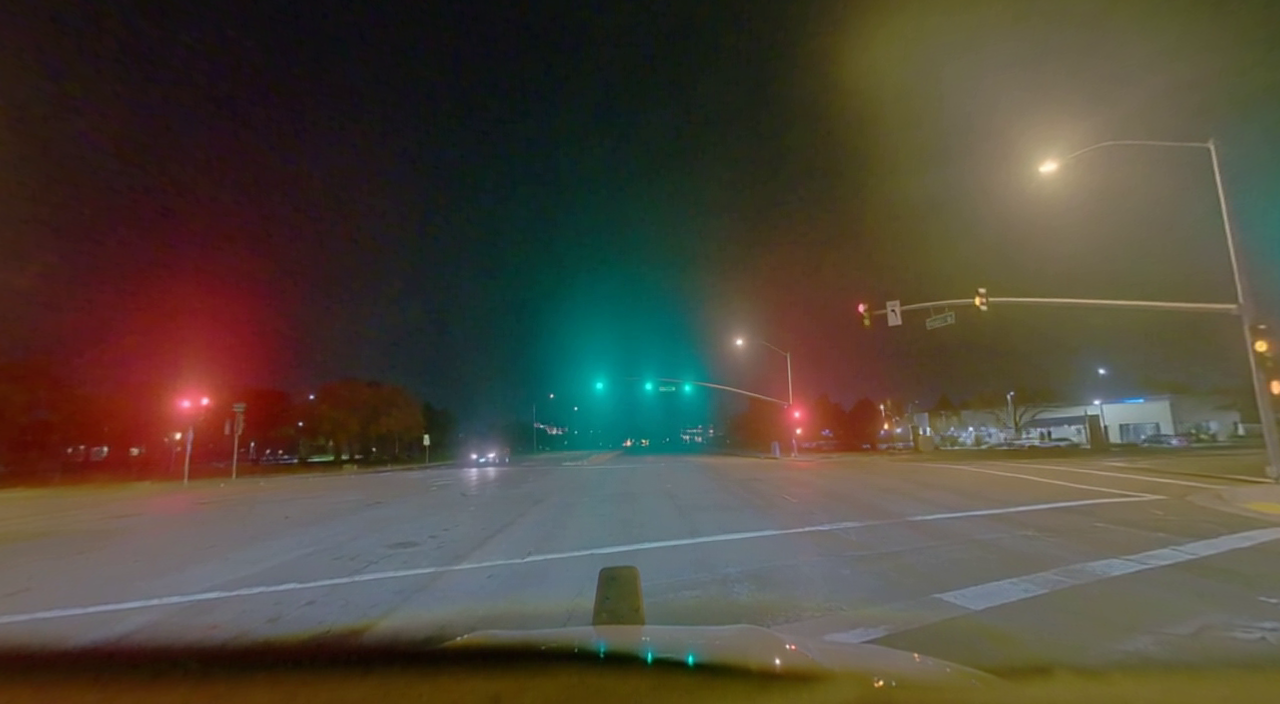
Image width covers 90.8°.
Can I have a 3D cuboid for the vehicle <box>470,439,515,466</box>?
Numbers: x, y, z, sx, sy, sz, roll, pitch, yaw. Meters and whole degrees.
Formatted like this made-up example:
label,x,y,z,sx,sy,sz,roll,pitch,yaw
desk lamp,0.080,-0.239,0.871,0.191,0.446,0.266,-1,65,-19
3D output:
label,x,y,z,sx,sy,sz,roll,pitch,yaw
vehicle,-9.732,6.669,42.007,1.988,1.692,4.412,0,-8,0
